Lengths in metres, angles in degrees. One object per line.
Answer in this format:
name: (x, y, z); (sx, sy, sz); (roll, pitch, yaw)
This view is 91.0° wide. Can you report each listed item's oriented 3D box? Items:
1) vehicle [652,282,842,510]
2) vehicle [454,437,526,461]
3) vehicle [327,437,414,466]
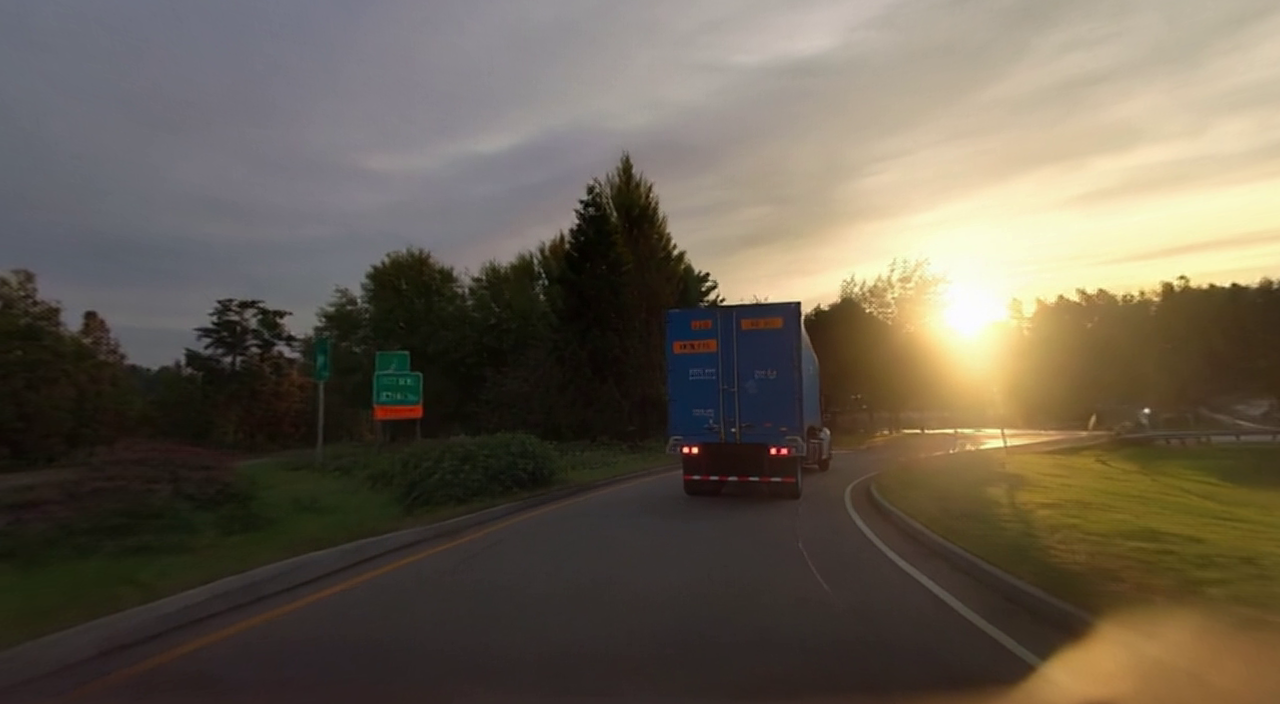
vehicle: (3.100, 1.334, 14.916); (2.937, 3.647, 9.344); (-4, -8, 18)
vehicle: (-9.878, 6.374, 41.376); (4.350, 1.410, 1.726); (2, -9, -24)
vehicle: (-16.258, 6.009, 38.023); (4.578, 1.573, 1.806); (4, -9, -31)
